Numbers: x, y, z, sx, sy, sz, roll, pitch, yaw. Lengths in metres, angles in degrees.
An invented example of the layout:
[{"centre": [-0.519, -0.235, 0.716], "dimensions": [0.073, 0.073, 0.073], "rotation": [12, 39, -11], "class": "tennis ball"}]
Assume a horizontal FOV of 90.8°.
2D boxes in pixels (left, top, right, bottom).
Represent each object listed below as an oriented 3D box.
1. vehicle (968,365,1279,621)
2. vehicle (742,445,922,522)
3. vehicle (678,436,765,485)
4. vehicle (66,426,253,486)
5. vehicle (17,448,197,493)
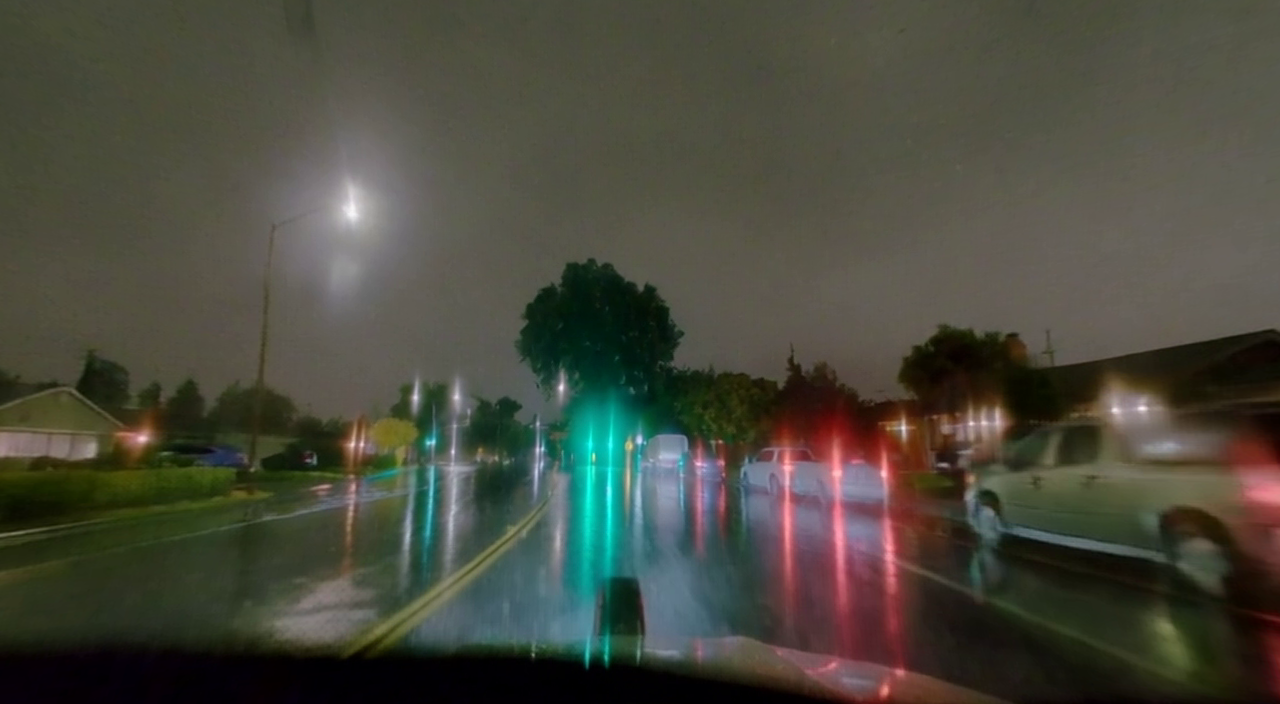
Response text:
[{"centre": [6.421, 1.501, 7.441], "dimensions": [2.305, 2.111, 4.965], "rotation": [0, -9, -1], "class": "vehicle"}, {"centre": [4.882, 3.394, 17.133], "dimensions": [2.713, 1.671, 4.939], "rotation": [1, -8, -9], "class": "vehicle"}, {"centre": [3.798, 5.281, 31.204], "dimensions": [2.670, 2.085, 6.775], "rotation": [1, -9, -7], "class": "vehicle"}, {"centre": [-20.146, 4.402, 26.845], "dimensions": [5.680, 2.354, 2.326], "rotation": [2, -10, -13], "class": "vehicle"}, {"centre": [-19.168, 4.253, 22.969], "dimensions": [4.502, 1.511, 1.939], "rotation": [2, -9, -12], "class": "vehicle"}]
